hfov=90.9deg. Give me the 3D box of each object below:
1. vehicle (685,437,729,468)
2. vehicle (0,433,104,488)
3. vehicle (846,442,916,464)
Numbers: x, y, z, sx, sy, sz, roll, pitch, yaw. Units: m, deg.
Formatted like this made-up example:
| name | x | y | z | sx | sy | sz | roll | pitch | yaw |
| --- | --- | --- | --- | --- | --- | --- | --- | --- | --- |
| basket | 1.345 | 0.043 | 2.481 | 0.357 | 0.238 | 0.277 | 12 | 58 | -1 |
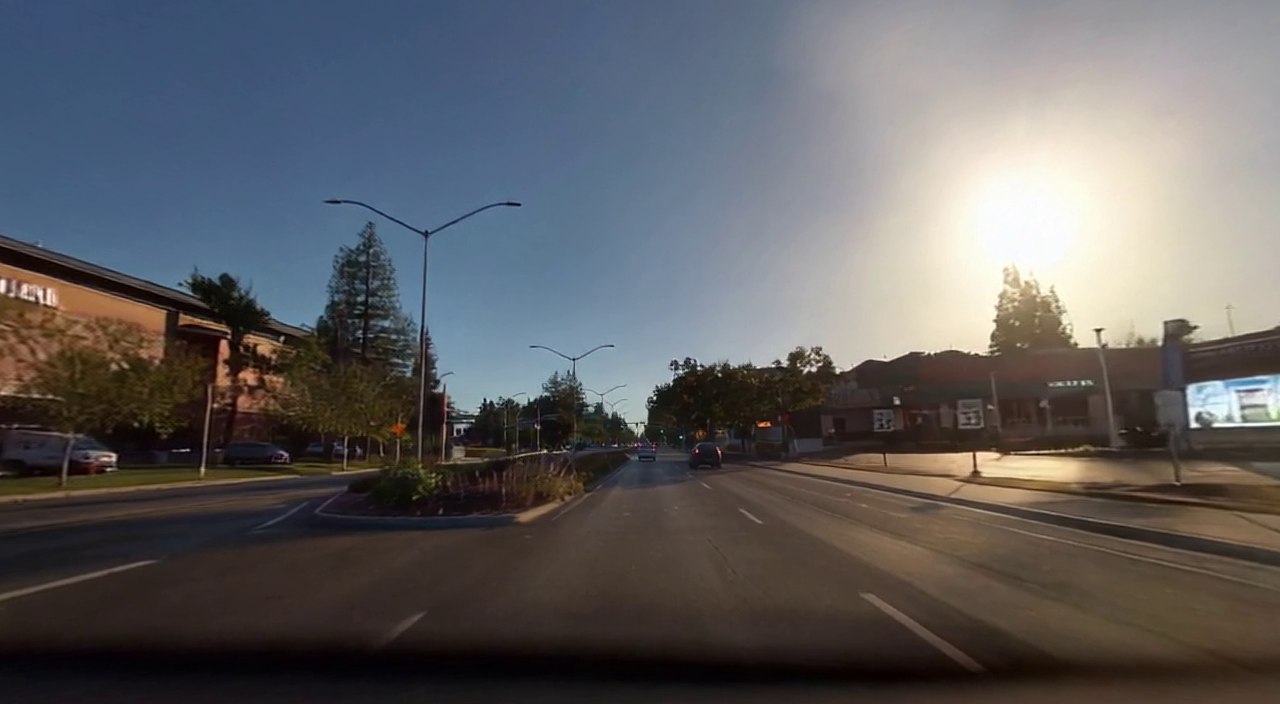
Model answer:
| name | x | y | z | sx | sy | sz | roll | pitch | yaw |
| --- | --- | --- | --- | --- | --- | --- | --- | --- | --- |
| vehicle | 3.862 | 5.880 | 36.911 | 2.007 | 1.683 | 4.171 | 0 | -8 | -1 |
| vehicle | -32.752 | 5.728 | 33.528 | 6.090 | 2.737 | 2.475 | -1 | -8 | 1 |
| vehicle | 17.219 | 7.200 | 45.124 | 4.194 | 1.495 | 1.954 | 0 | -8 | -1 |
